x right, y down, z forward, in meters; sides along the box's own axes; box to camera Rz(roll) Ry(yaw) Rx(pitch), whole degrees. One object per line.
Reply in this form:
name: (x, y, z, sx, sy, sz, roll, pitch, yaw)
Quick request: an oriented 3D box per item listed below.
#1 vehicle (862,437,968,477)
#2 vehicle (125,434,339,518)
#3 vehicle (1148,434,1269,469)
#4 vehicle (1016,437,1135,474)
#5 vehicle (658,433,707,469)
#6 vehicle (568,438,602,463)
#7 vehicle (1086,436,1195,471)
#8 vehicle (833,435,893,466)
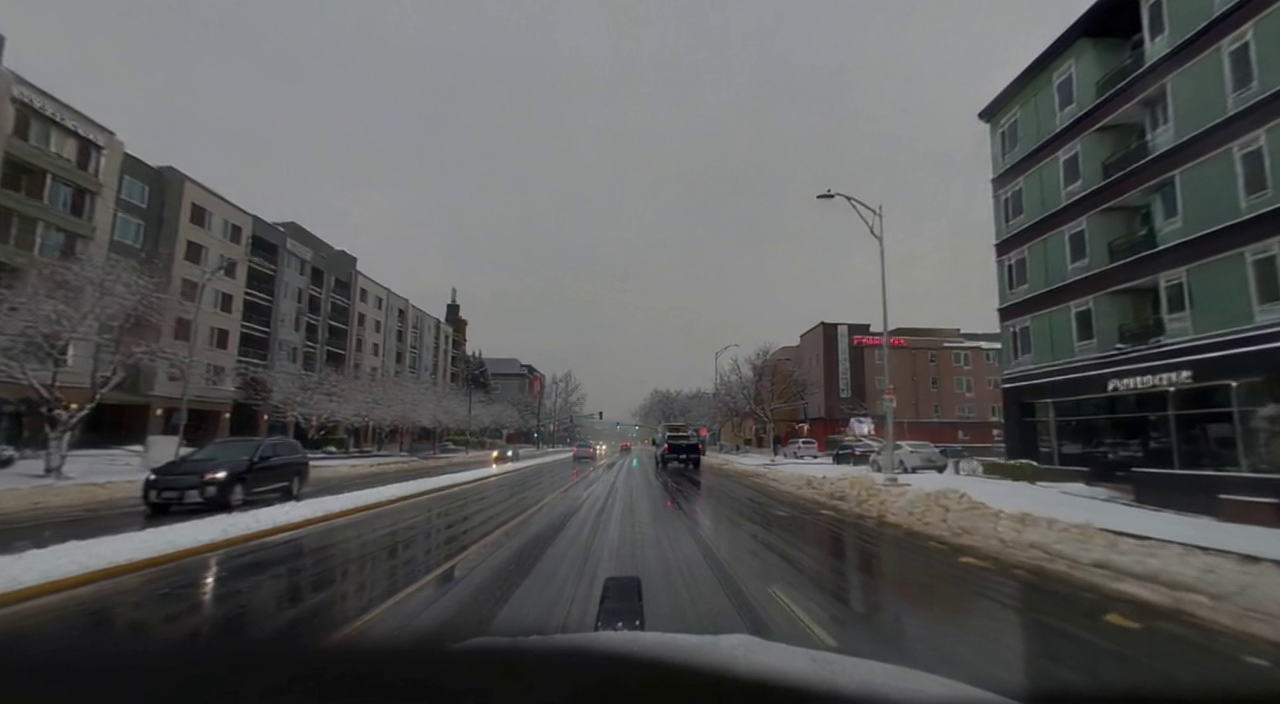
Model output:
vehicle: (11.816, 4.499, 27.549, 1.954, 1.483, 4.742, -2, -7, -7)
vehicle: (-8.821, 2.674, 14.266, 1.969, 1.489, 4.522, -2, -8, -2)
vehicle: (27.197, 4.731, 30.436, 1.989, 1.470, 4.105, -3, -8, 0)
vehicle: (20.077, 4.787, 29.442, 2.013, 1.548, 4.579, 1, -8, -5)
vehicle: (2.197, 5.352, 34.327, 2.130, 1.787, 5.126, 0, -8, -2)
vehicle: (-3.752, 6.809, 43.822, 2.046, 1.617, 4.601, 0, -8, -2)
vehicle: (23.674, 4.809, 30.125, 1.950, 1.495, 4.161, -1, -8, 4)
vehicle: (13.950, 6.192, 39.917, 2.019, 1.819, 4.909, 0, -9, 0)
